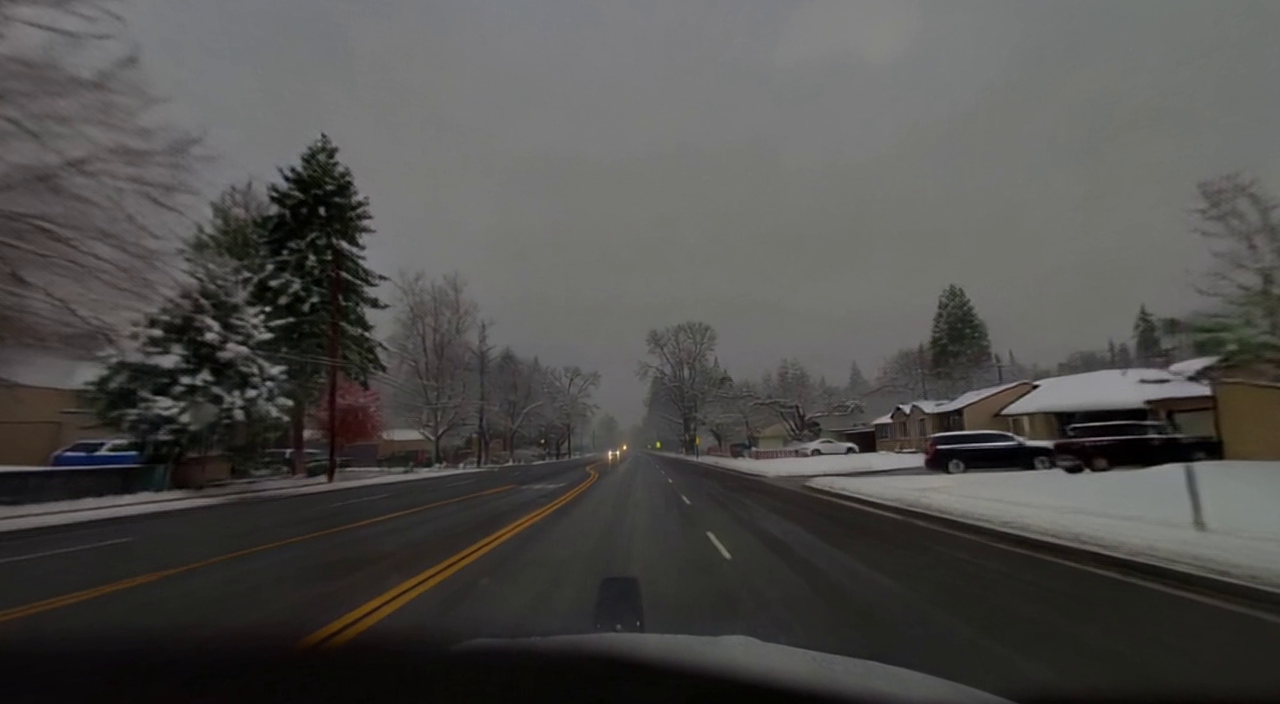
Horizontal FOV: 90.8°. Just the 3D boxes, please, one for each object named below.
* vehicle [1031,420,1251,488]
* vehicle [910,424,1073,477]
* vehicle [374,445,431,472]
[{"bbox_3d":[14.827,3.036,19.013,4.652,1.871,2.097,-1,-9,7],"label":"vehicle"},{"bbox_3d":[13.335,3.778,24.284,4.912,1.895,2.047,-1,-9,6],"label":"vehicle"},{"bbox_3d":[-18.227,8.176,48.807,2.161,1.873,5.514,0,-9,0],"label":"vehicle"}]
